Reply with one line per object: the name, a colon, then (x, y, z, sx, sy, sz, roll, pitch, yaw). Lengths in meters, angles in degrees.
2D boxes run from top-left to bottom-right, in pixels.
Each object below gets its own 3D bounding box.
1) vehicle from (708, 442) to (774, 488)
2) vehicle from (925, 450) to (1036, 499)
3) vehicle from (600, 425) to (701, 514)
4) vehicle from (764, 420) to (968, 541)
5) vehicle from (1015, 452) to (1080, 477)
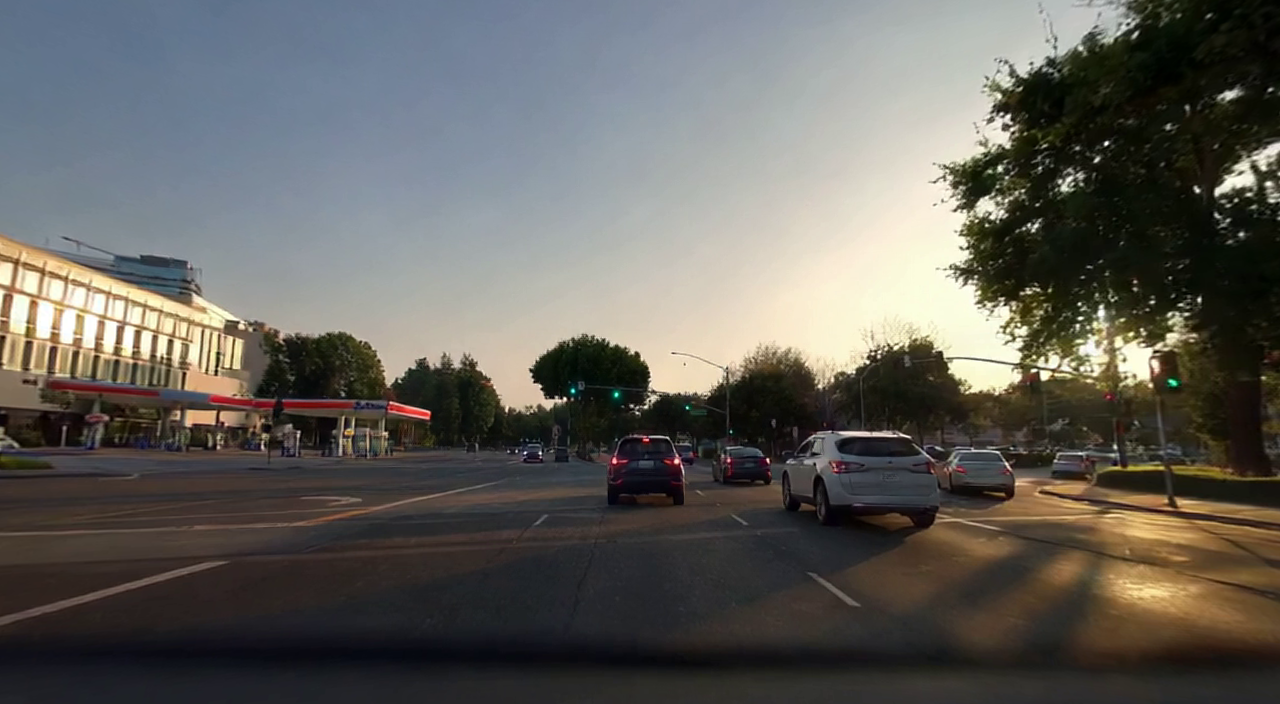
vehicle: (3.756, 4.249, 24.033, 1.800, 1.592, 3.658, 0, -8, -2)
vehicle: (11.859, 4.261, 22.319, 2.057, 1.473, 4.462, -1, -9, 10)
vehicle: (0.200, 2.705, 14.988, 2.051, 1.798, 4.168, 0, -8, 0)
vehicle: (3.710, 2.185, 11.320, 2.000, 1.745, 4.206, 0, -8, -1)
vehicle: (27.448, 7.531, 42.297, 4.636, 1.542, 2.096, 6, -11, -37)
